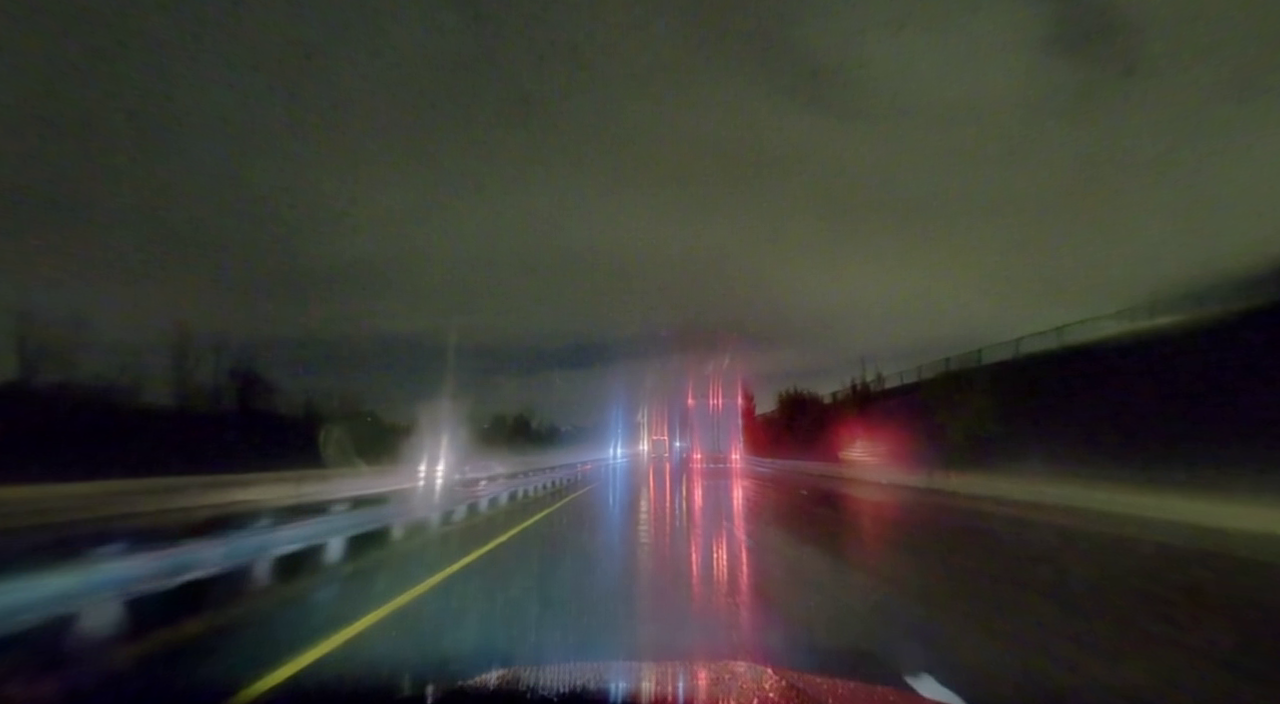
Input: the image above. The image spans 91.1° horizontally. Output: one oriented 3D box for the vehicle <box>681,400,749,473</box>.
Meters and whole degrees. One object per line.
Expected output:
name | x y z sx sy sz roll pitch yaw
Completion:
vehicle | 4.514 5.602 40.951 2.965 4.028 12.529 0 -9 0
